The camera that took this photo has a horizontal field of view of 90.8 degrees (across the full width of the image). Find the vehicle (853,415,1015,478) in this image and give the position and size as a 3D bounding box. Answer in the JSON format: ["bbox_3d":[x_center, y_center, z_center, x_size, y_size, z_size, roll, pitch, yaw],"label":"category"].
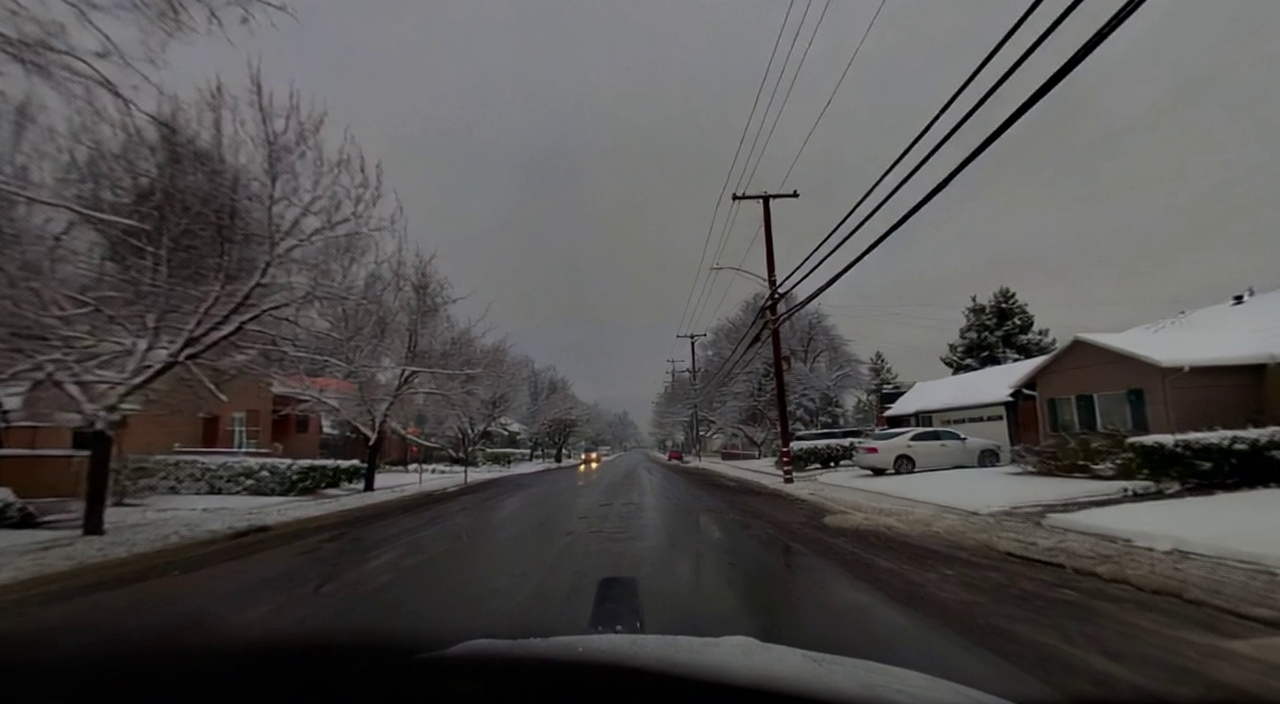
[{"bbox_3d":[10.312,3.353,22.450,4.555,1.803,2.151,-4,-8,-2],"label":"vehicle"}]
